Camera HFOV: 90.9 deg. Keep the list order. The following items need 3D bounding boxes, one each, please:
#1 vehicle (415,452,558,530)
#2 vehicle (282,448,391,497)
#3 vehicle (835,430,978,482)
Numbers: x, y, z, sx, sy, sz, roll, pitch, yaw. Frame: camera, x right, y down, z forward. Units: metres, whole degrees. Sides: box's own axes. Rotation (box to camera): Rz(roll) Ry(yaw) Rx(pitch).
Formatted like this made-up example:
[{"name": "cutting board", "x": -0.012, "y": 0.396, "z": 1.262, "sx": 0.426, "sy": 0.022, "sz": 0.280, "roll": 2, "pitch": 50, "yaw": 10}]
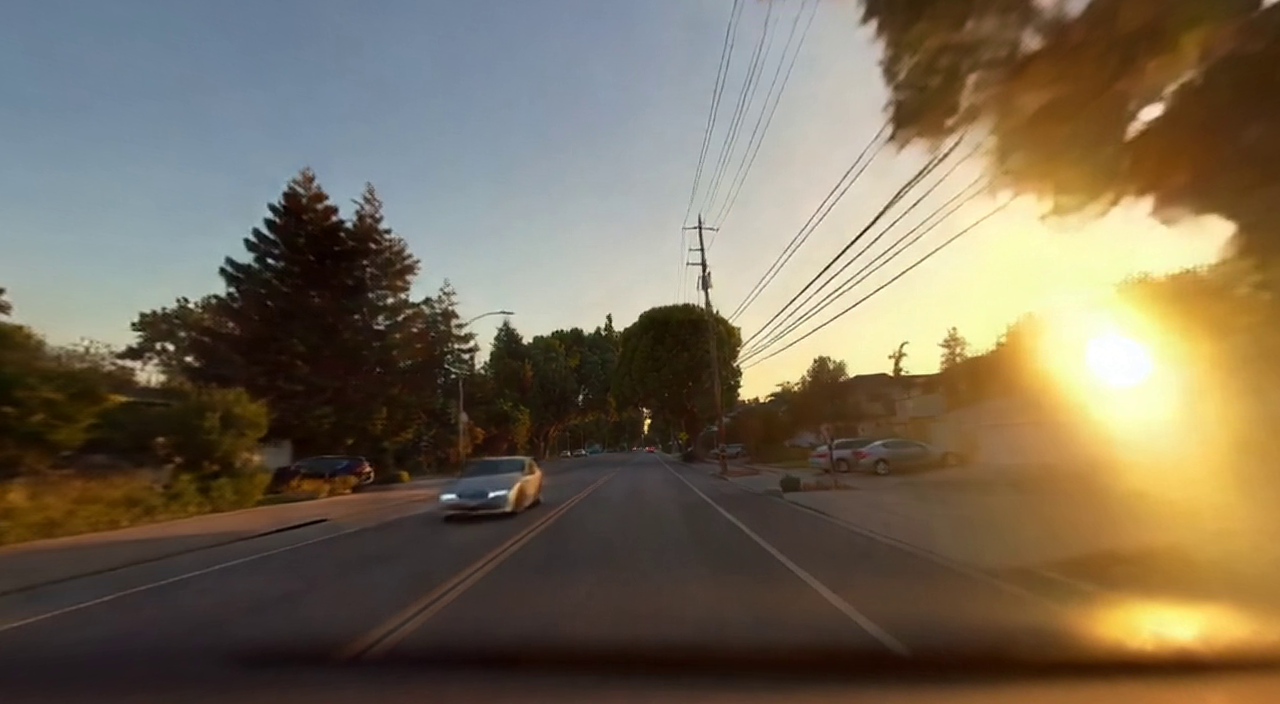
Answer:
[{"name": "vehicle", "x": -3.072, "y": 2.861, "z": 13.541, "sx": 1.968, "sy": 1.394, "sz": 3.890, "roll": 0, "pitch": -9, "yaw": 2}, {"name": "vehicle", "x": -13.044, "y": 5.196, "z": 27.521, "sx": 2.053, "sy": 1.906, "sz": 4.889, "roll": 0, "pitch": -9, "yaw": 3}, {"name": "vehicle", "x": 10.434, "y": 4.085, "z": 24.934, "sx": 4.626, "sy": 1.731, "sz": 2.007, "roll": -3, "pitch": -9, "yaw": -1}]
